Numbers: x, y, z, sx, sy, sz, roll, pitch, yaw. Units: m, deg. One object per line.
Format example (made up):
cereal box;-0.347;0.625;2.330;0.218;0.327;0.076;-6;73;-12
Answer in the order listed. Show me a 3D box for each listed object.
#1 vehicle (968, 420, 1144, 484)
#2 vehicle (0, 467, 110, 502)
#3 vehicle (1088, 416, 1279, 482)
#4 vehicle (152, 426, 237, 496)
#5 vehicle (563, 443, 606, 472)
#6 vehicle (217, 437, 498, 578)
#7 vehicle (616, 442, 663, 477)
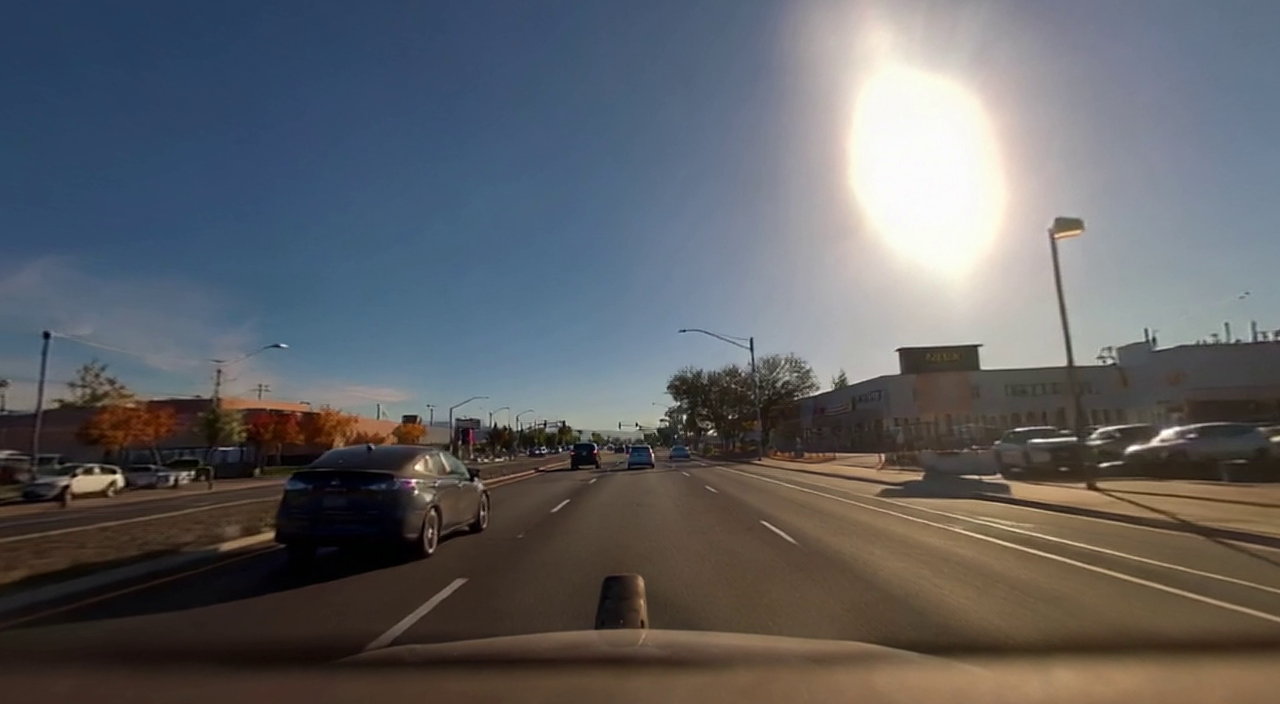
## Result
vehicle;12.934;3.159;20.103;2.072;1.769;5.000;0;-9;-2
vehicle;-28.923;6.522;31.008;3.910;1.501;1.985;-2;-8;5
vehicle;16.192;2.899;18.958;1.930;1.713;4.756;0;-8;1
vehicle;-22.870;5.598;32.521;2.843;3.351;3.542;5;-10;-27
vehicle;-3.053;5.861;35.255;1.939;1.496;4.309;0;-9;1
vehicle;-3.543;2.007;9.007;2.003;1.488;4.282;0;-8;0
vehicle;-0.030;4.919;29.104;2.019;1.459;4.005;0;-8;-1
